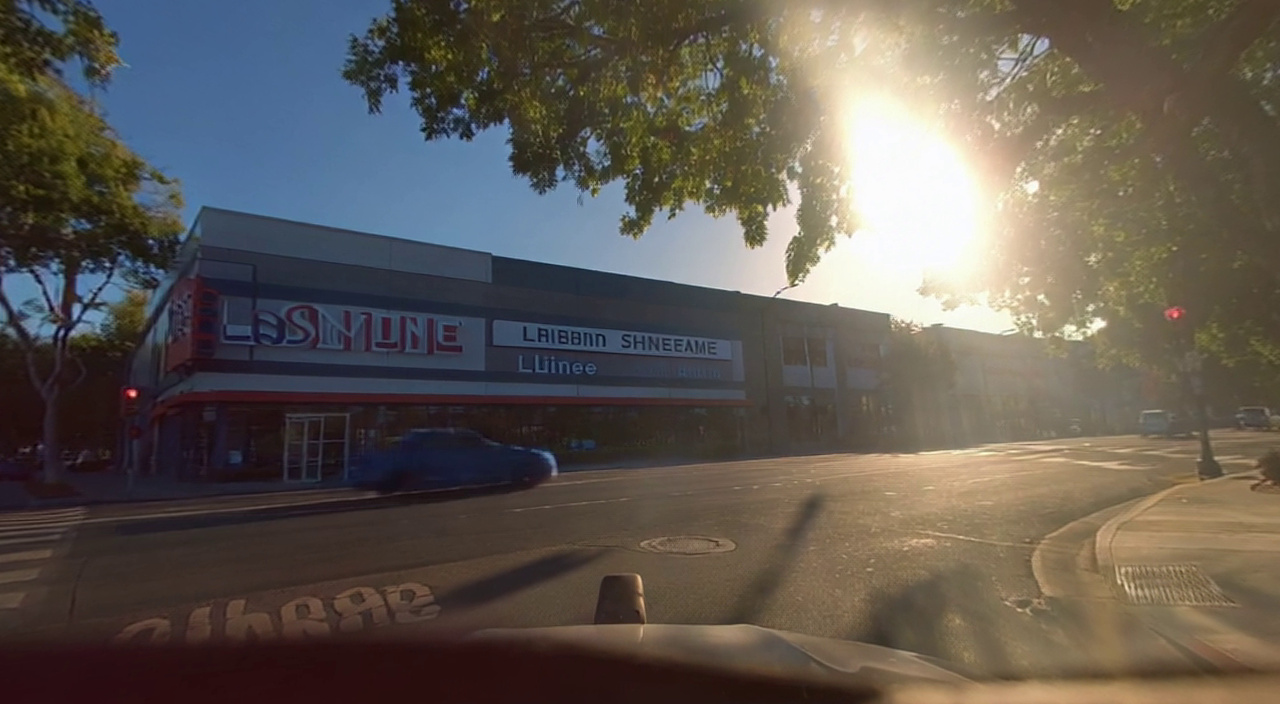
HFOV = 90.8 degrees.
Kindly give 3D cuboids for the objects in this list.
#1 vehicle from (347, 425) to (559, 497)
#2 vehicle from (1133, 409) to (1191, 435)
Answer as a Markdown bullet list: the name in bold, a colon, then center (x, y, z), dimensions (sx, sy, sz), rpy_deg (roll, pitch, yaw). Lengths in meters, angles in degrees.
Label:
- **vehicle**: center (-4.362, 2.555, 15.130), dimensions (4.442, 1.458, 1.902), rpy_deg (6, -11, -36)
- **vehicle**: center (39.662, 5.350, 47.978), dimensions (4.689, 1.758, 2.146), rpy_deg (6, -11, -36)
